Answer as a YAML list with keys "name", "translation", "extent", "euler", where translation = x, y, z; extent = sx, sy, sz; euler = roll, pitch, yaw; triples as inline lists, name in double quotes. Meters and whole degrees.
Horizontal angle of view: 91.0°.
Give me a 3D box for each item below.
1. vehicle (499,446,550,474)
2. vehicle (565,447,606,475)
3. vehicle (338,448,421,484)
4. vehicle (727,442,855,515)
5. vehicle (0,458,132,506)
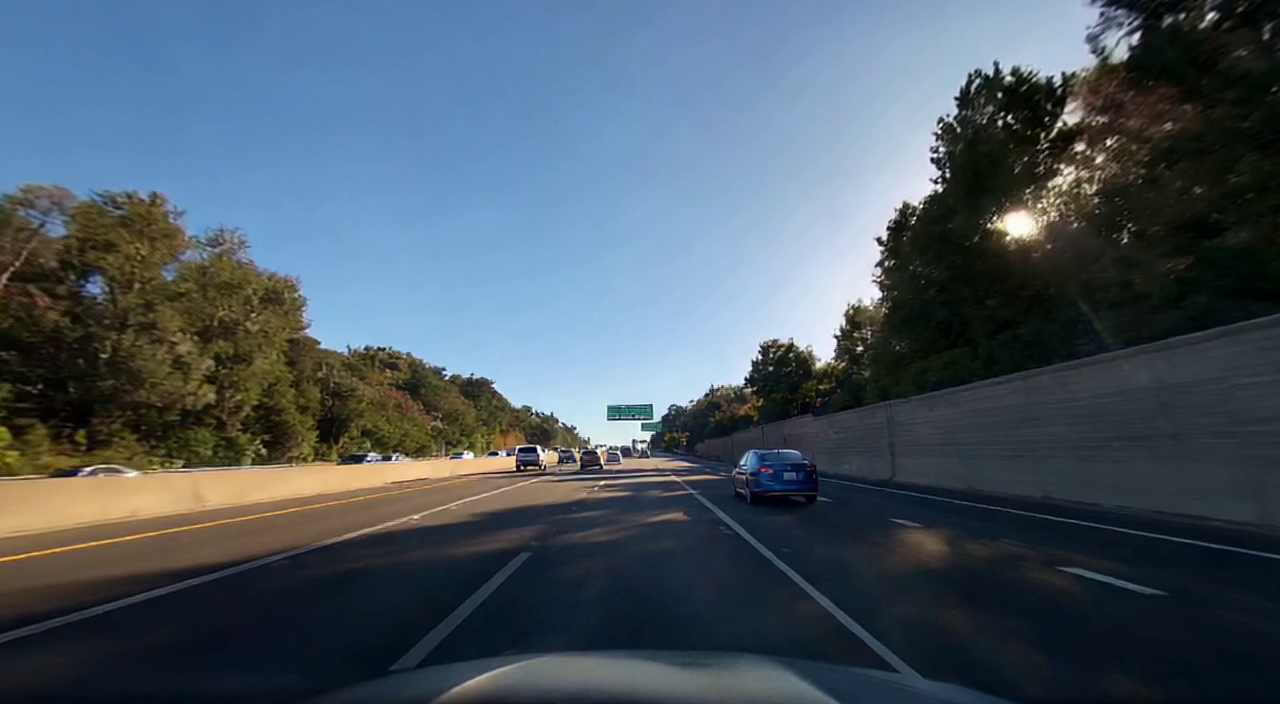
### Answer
- name: "vehicle"
  translation: [-6.768, 6.370, 37.347]
  extent: [2.107, 1.541, 4.713]
  euler: [0, -9, 1]
- name: "vehicle"
  translation: [-3.162, 6.393, 37.249]
  extent: [2.030, 1.563, 4.389]
  euler: [0, -9, 0]
- name: "vehicle"
  translation: [-11.815, 5.158, 28.871]
  extent: [1.987, 1.514, 4.099]
  euler: [0, -9, 1]
- name: "vehicle"
  translation: [3.414, 2.931, 15.120]
  extent: [1.979, 1.486, 4.125]
  euler: [0, -9, -1]
- name: "vehicle"
  translation: [-21.633, 4.765, 23.479]
  extent: [1.807, 1.494, 4.265]
  euler: [0, -9, 0]
